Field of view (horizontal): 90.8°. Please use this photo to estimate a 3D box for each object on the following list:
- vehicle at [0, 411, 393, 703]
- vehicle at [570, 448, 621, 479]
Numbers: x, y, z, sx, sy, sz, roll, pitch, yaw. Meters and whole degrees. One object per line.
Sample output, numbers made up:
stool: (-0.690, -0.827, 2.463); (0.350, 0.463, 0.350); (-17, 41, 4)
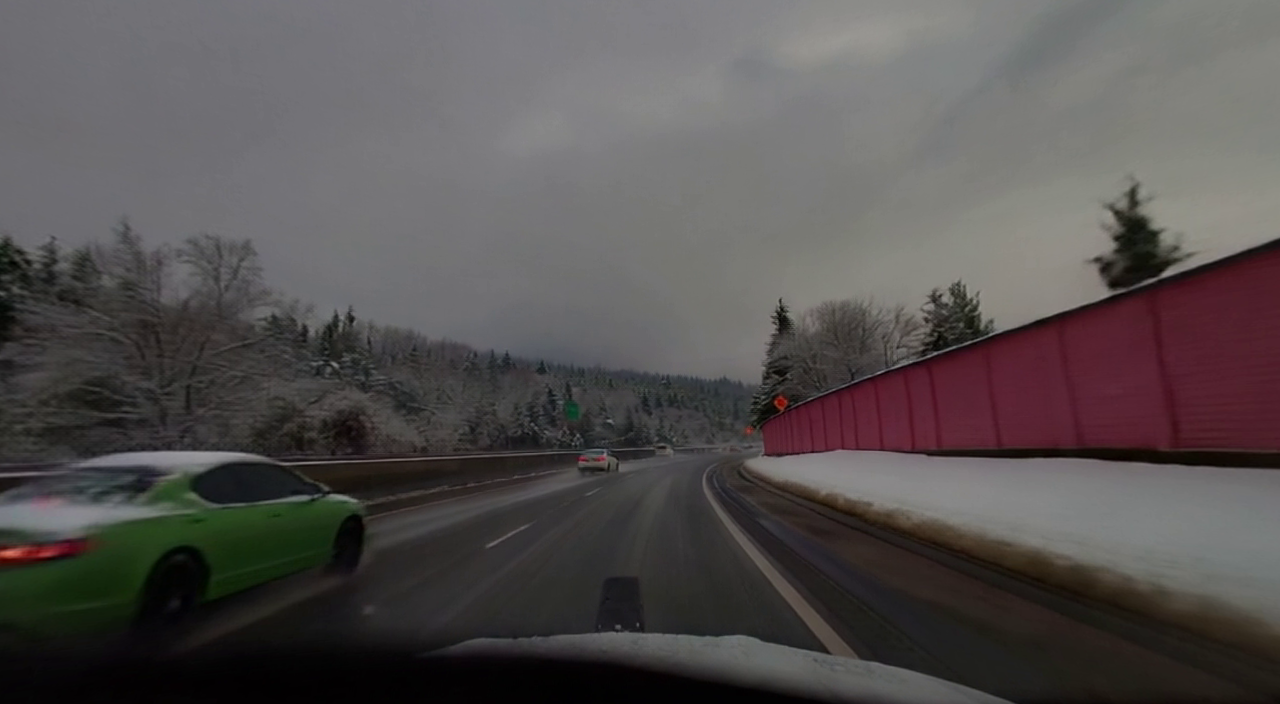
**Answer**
vehicle: (-3.665, 1.311, 4.788); (1.884, 1.469, 3.959); (0, -9, 1)
vehicle: (-2.121, 5.472, 31.333); (1.746, 1.405, 4.339); (-1, -9, 6)
